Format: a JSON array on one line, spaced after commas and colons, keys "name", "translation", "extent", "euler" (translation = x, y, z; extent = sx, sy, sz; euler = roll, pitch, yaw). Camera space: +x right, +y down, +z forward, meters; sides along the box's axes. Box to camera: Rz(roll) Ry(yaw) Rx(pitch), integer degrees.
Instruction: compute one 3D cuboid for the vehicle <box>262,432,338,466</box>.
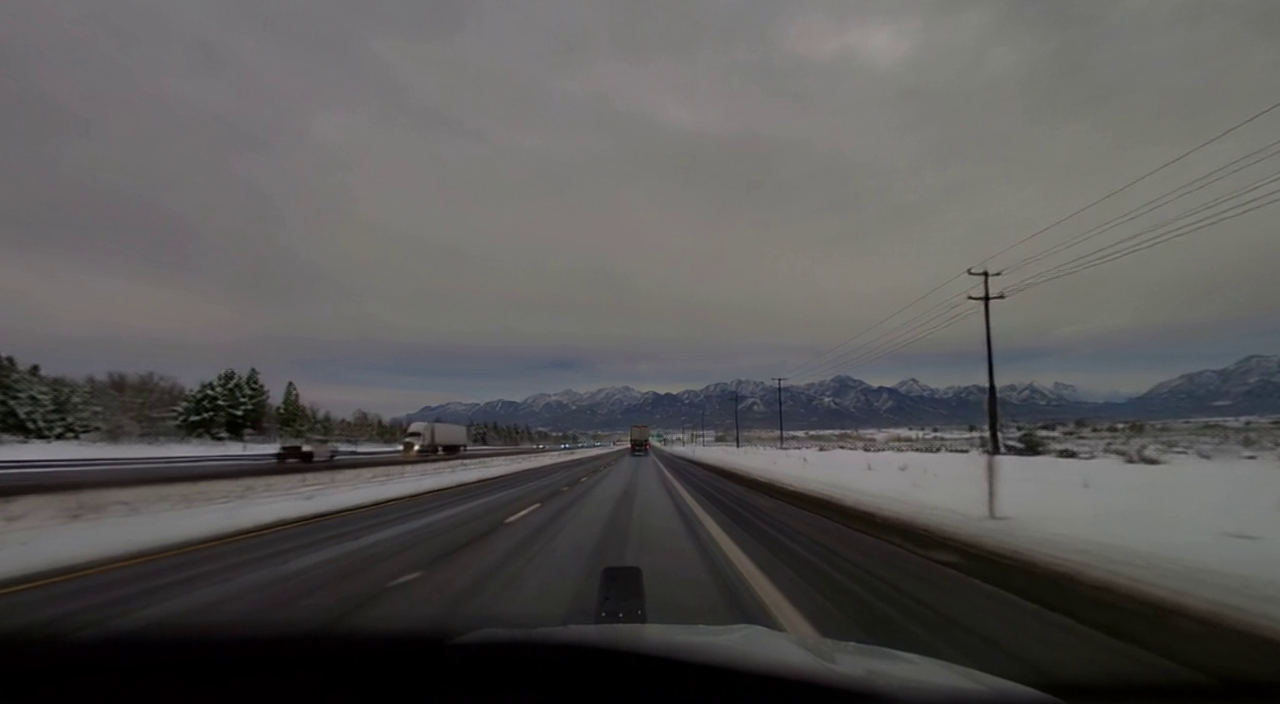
[{"name": "vehicle", "translation": [-21.380, 6.155, 39.881], "extent": [2.061, 1.988, 4.636], "euler": [0, -8, 2]}]
